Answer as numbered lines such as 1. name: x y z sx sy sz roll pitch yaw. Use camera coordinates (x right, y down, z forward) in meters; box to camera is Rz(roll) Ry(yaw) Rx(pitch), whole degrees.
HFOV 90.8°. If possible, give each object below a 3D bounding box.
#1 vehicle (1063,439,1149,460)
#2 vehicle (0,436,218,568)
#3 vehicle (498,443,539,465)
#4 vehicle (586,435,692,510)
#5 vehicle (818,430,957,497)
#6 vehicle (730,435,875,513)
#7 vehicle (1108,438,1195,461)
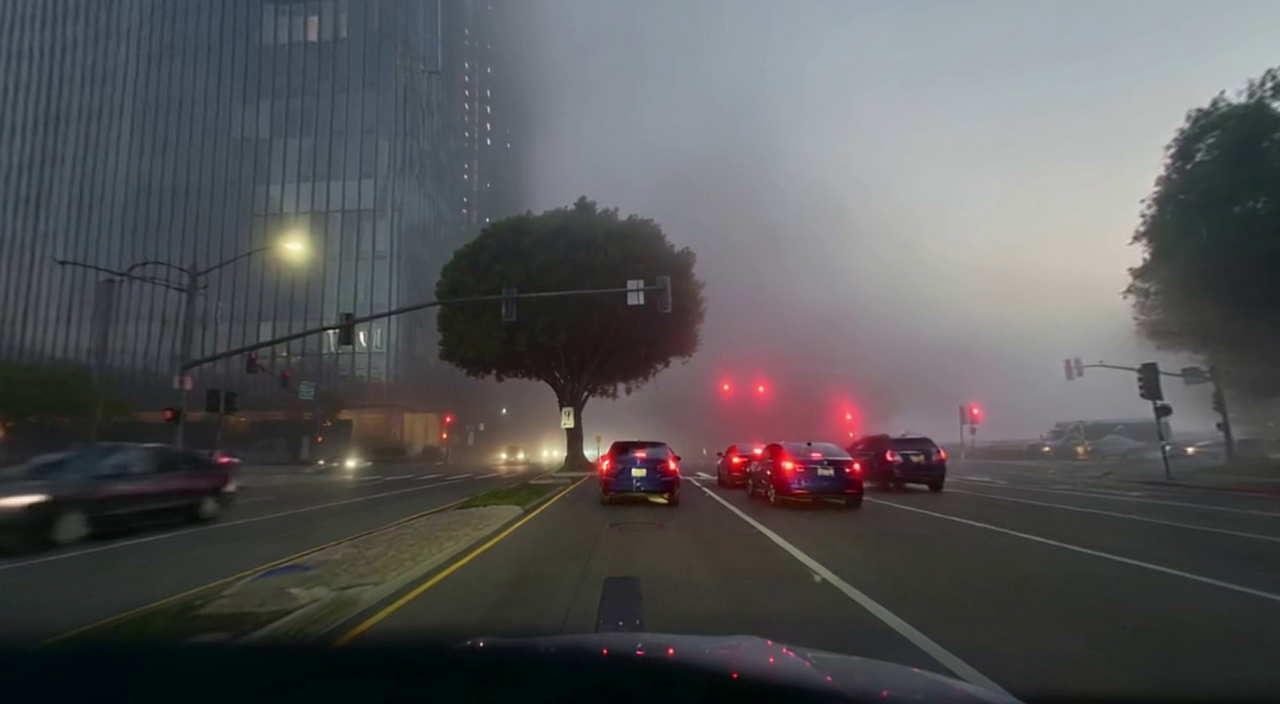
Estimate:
1. vehicle: 34.274 7.189 46.533 4.616 1.476 2.165 1 -9 -3
2. vehicle: -8.494 2.031 9.218 1.965 1.530 3.883 0 -9 0
3. vehicle: -8.759 7.410 45.993 2.004 1.476 4.671 0 -9 1
4. vehicle: -0.047 2.682 14.472 2.087 1.468 4.014 0 -9 -1
5. vehicle: 7.252 3.332 19.220 2.177 1.774 4.743 0 -9 -2
6. vehicle: 3.472 2.701 14.509 2.018 1.491 4.544 0 -9 -1
7. vehicle: 34.852 6.648 43.142 4.190 1.535 1.998 0 -9 -1
